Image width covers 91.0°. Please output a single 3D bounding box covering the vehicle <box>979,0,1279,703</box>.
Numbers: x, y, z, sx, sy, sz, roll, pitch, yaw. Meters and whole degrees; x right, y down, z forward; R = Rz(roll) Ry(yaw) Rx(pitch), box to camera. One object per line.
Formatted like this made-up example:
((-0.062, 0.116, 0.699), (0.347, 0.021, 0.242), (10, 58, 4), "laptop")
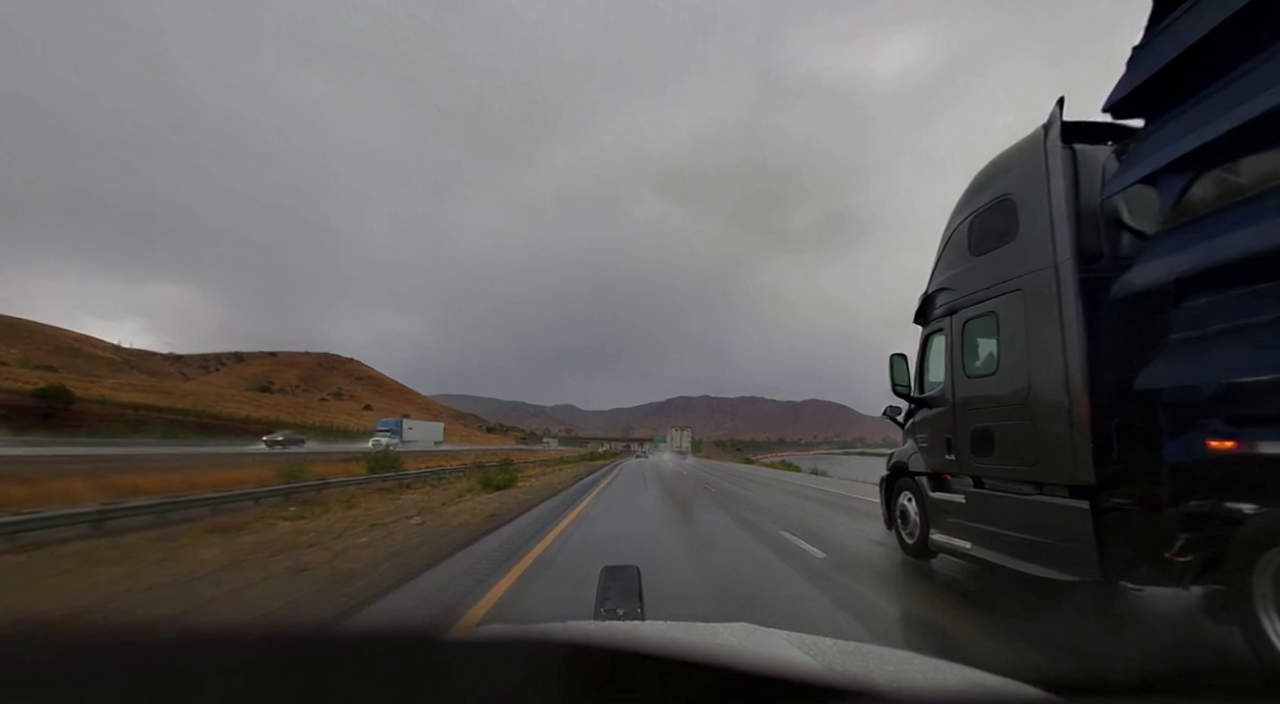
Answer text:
((4.396, -0.613, 0.836), (3.062, 4.050, 9.094), (0, -9, 3), "vehicle")
